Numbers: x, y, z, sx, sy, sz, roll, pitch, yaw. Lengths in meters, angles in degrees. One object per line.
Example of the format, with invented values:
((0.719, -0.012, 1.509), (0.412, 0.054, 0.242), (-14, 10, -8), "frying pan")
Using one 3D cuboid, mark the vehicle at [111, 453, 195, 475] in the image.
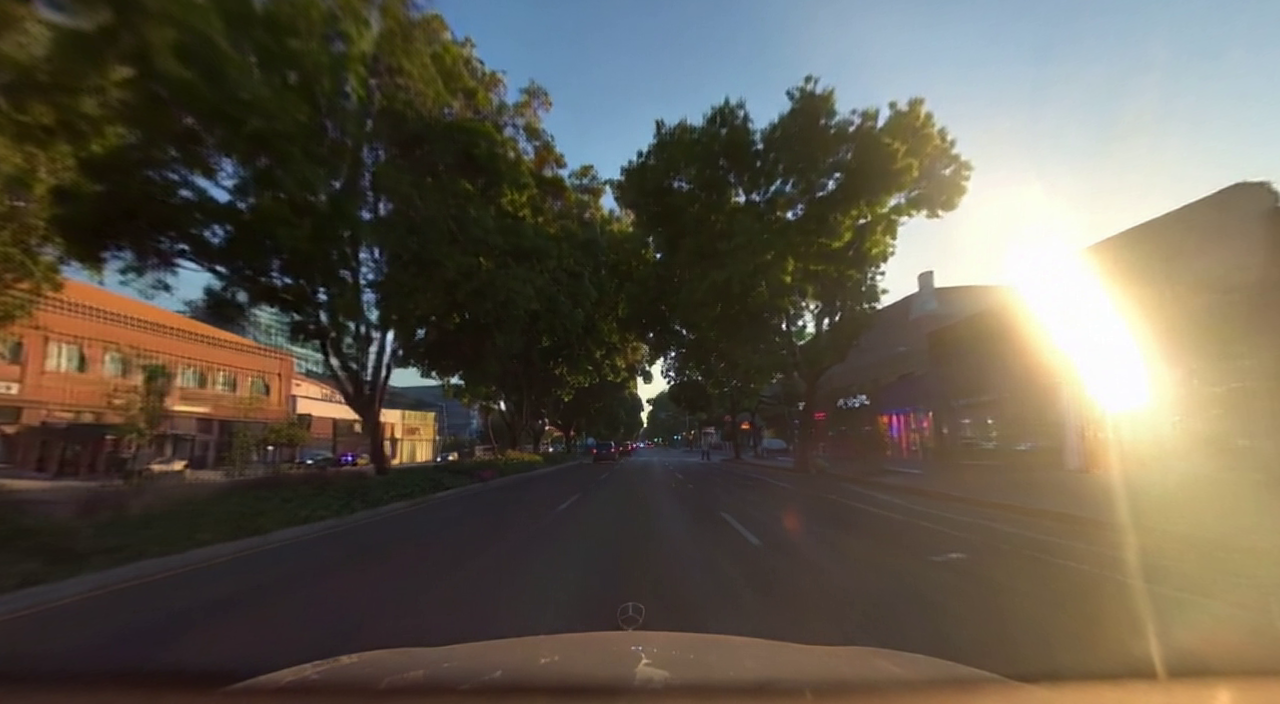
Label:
((-35.864, 8.213, 46.511), (4.644, 1.465, 1.793), (8, -12, -44), "vehicle")
